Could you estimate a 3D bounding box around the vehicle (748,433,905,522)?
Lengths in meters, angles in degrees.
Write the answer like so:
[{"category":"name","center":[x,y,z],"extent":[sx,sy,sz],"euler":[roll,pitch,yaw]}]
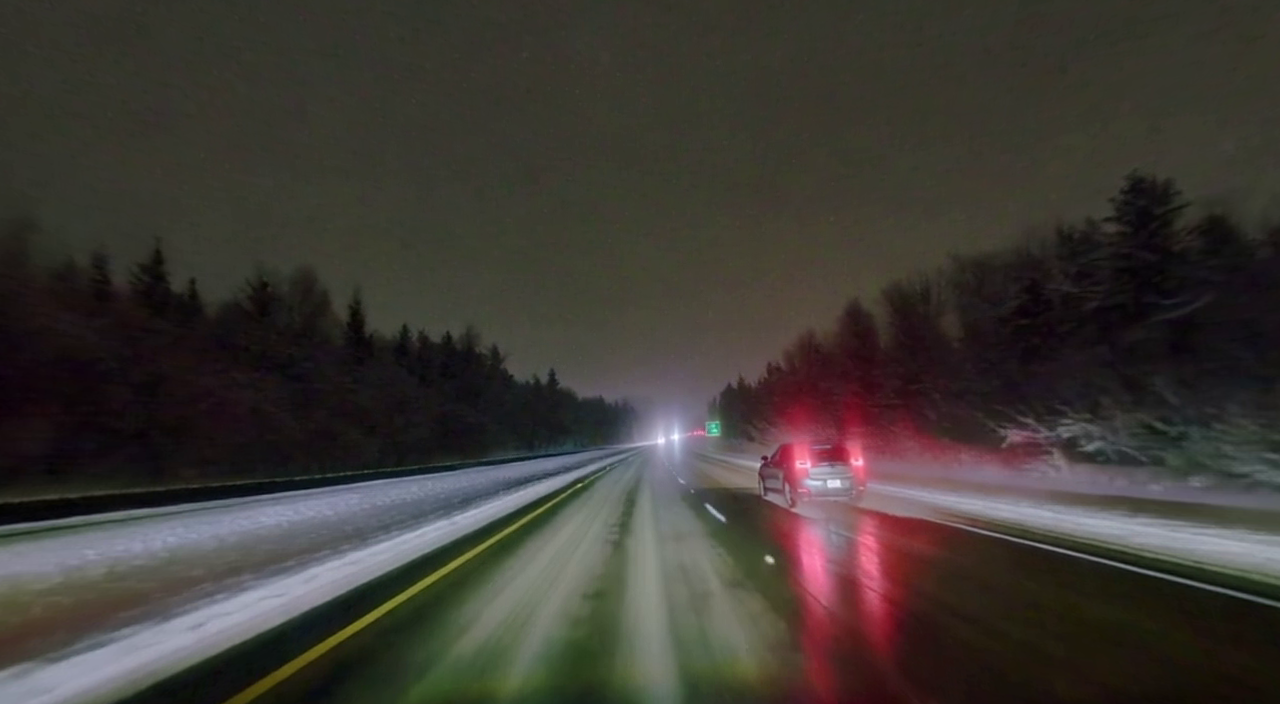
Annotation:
[{"category":"vehicle","center":[3.590,2.482,13.012],"extent":[1.997,1.515,4.025],"euler":[0,-8,0]}]
